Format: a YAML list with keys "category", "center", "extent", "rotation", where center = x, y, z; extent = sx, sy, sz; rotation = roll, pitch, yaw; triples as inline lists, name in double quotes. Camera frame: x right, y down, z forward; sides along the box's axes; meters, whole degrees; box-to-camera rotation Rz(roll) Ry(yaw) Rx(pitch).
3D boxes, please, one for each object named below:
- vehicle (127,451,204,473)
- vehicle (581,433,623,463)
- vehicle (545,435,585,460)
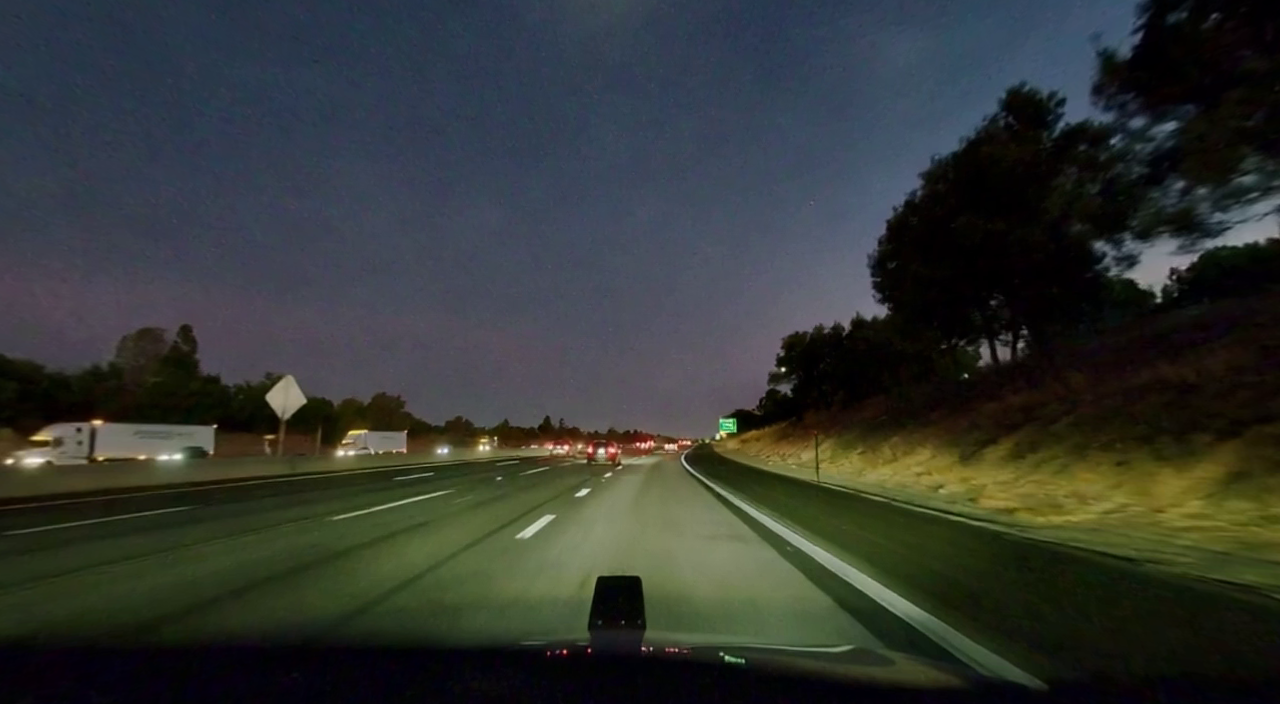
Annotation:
- category: "vehicle"
  center: [-37.036, 8.583, 49.152]
  extent: [1.802, 1.516, 5.182]
  rotation: [0, -9, 3]
- category: "vehicle"
  center: [-2.308, 5.972, 39.174]
  extent: [2.194, 1.766, 3.720]
  rotation: [0, -8, 3]
- category: "vehicle"
  center: [-5.573, 7.182, 47.196]
  extent: [2.078, 1.729, 4.722]
  rotation: [0, -9, 4]
